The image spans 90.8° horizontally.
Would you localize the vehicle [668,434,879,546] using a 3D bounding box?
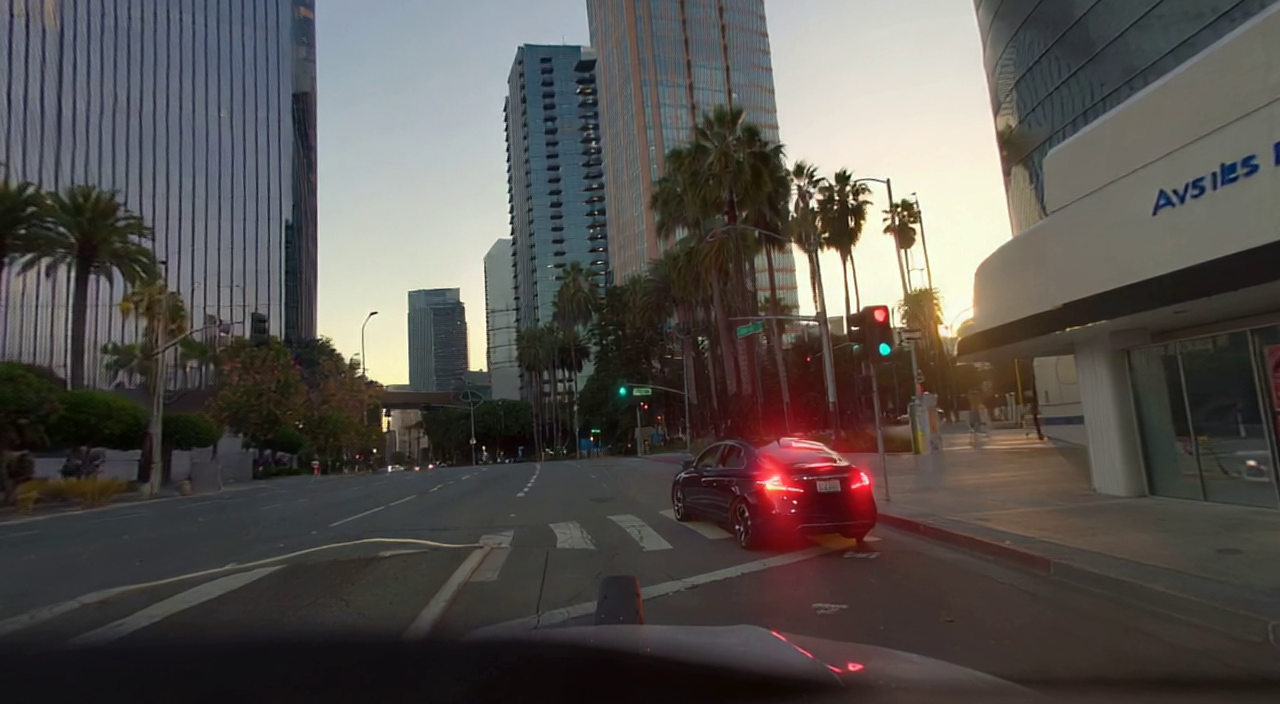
[{"bbox_3d":[1.921,2.186,10.873,2.090,1.466,4.676,1,-8,-7],"label":"vehicle"}]
